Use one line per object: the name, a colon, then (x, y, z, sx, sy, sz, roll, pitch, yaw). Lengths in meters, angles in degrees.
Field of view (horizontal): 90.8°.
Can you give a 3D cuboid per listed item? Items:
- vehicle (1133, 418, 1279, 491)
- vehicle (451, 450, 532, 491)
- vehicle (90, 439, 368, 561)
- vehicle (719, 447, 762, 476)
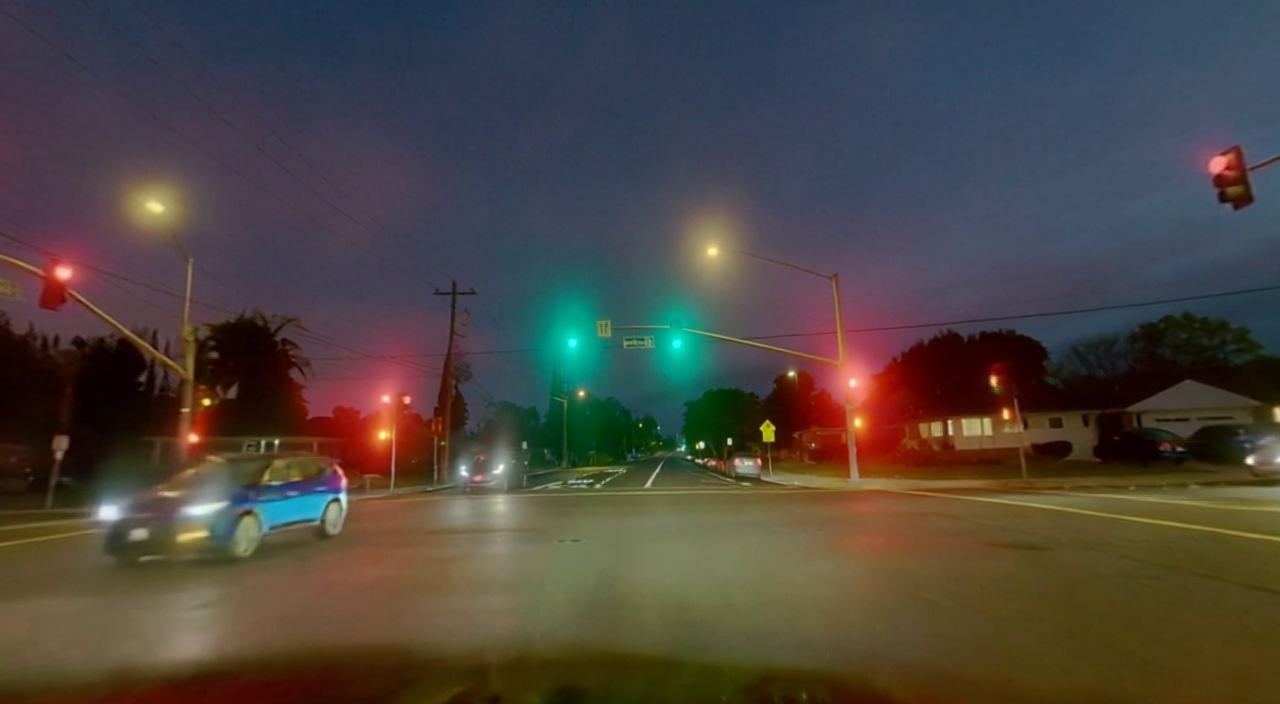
vehicle: (15.870, 2.614, 16.239, 4.452, 1.711, 2.186, 0, -8, 1)
vehicle: (-6.492, 5.230, 28.296, 2.270, 1.605, 4.958, -1, -8, 2)
vehicle: (-6.713, 2.404, 11.053, 1.982, 1.686, 4.195, 0, -8, 0)
vehicle: (5.842, 6.408, 37.212, 1.891, 1.611, 4.269, 0, -8, 1)
